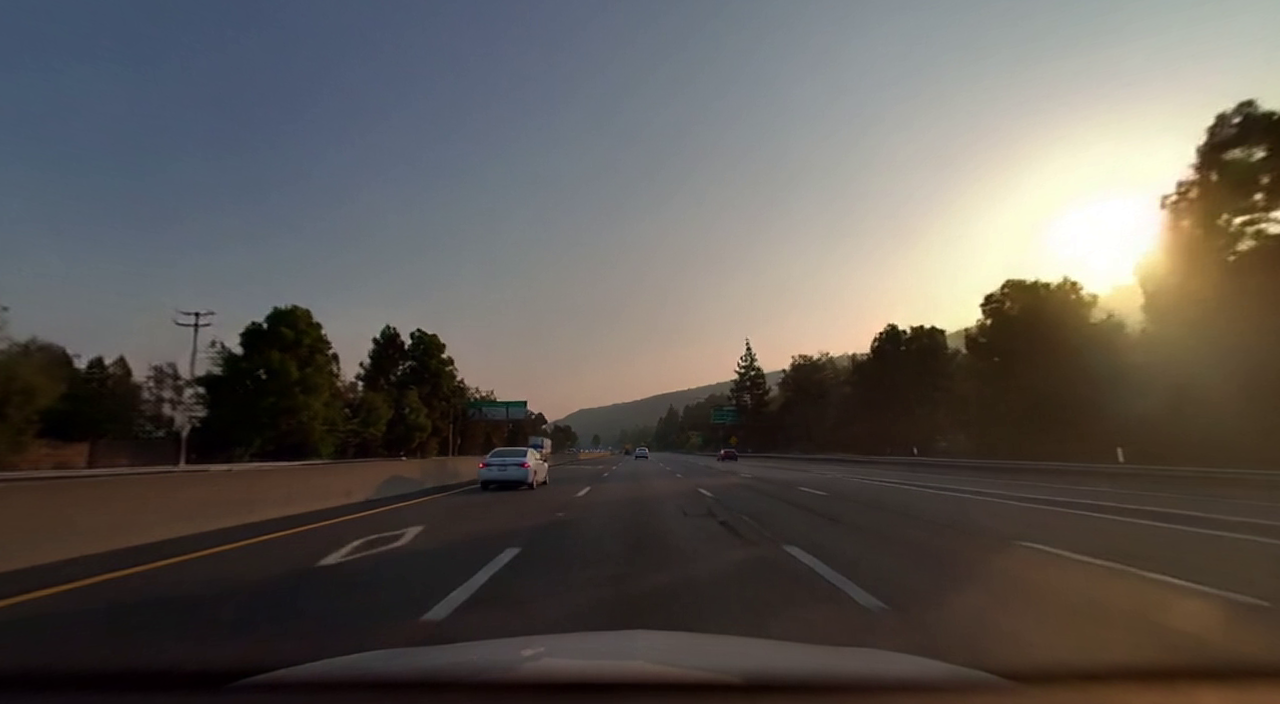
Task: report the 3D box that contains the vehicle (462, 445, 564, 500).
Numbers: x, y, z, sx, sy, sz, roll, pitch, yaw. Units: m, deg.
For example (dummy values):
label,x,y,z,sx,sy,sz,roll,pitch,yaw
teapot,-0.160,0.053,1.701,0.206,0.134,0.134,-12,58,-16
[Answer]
label,x,y,z,sx,sy,sz,roll,pitch,yaw
vehicle,-3.797,3.704,19.762,2.162,1.493,4.583,0,-9,1
